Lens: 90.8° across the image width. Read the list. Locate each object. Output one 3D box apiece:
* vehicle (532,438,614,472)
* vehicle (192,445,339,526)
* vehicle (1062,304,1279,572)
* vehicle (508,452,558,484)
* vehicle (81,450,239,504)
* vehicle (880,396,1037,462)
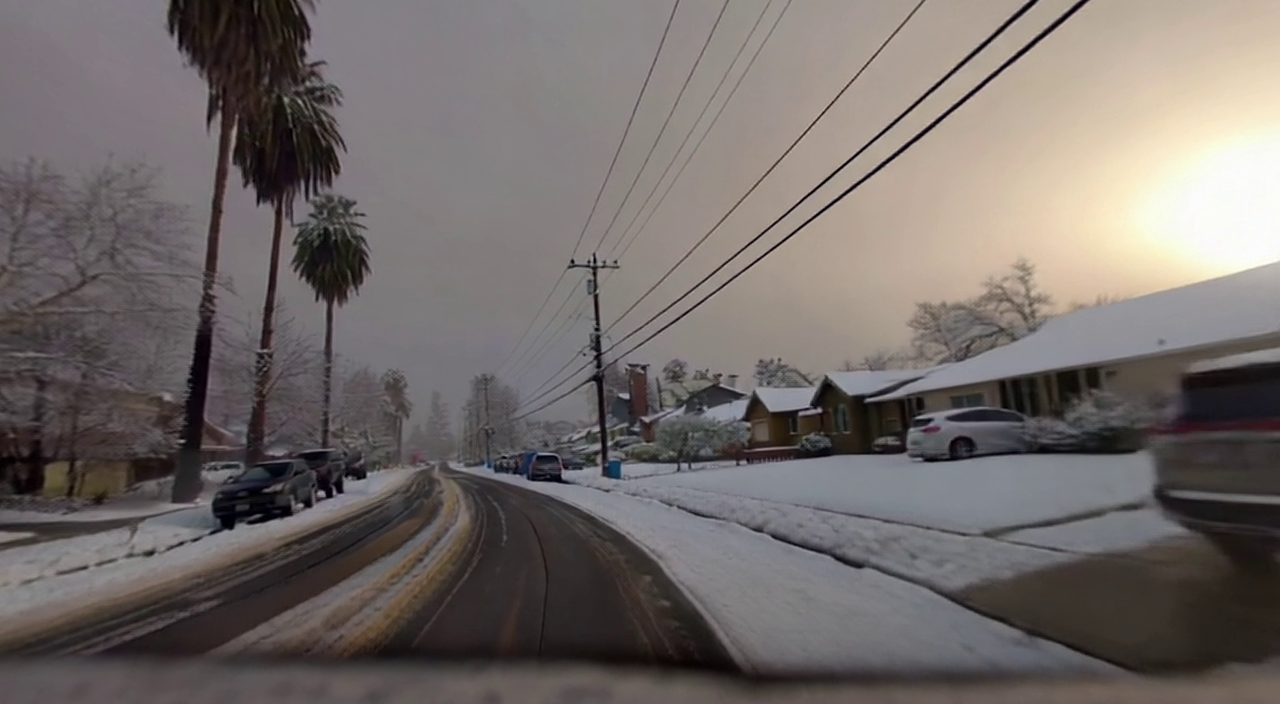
[{"bbox_3d":[-5.160,7.808,48.047,5.900,2.328,2.603,1,-8,-13],"label":"vehicle"},{"bbox_3d":[-10.057,3.600,17.472,2.410,1.790,4.699,0,-10,-17],"label":"vehicle"},{"bbox_3d":[7.334,0.817,5.977,5.102,2.040,2.472,1,-8,-10],"label":"vehicle"},{"bbox_3d":[-5.625,5.980,32.919,1.870,1.490,3.802,3,-9,-20],"label":"vehicle"},{"bbox_3d":[-17.627,4.576,23.426,4.060,1.843,1.979,2,-9,-11],"label":"vehicle"},{"bbox_3d":[11.507,2.817,22.904,4.795,2.190,2.305,3,-9,-20],"label":"vehicle"}]
